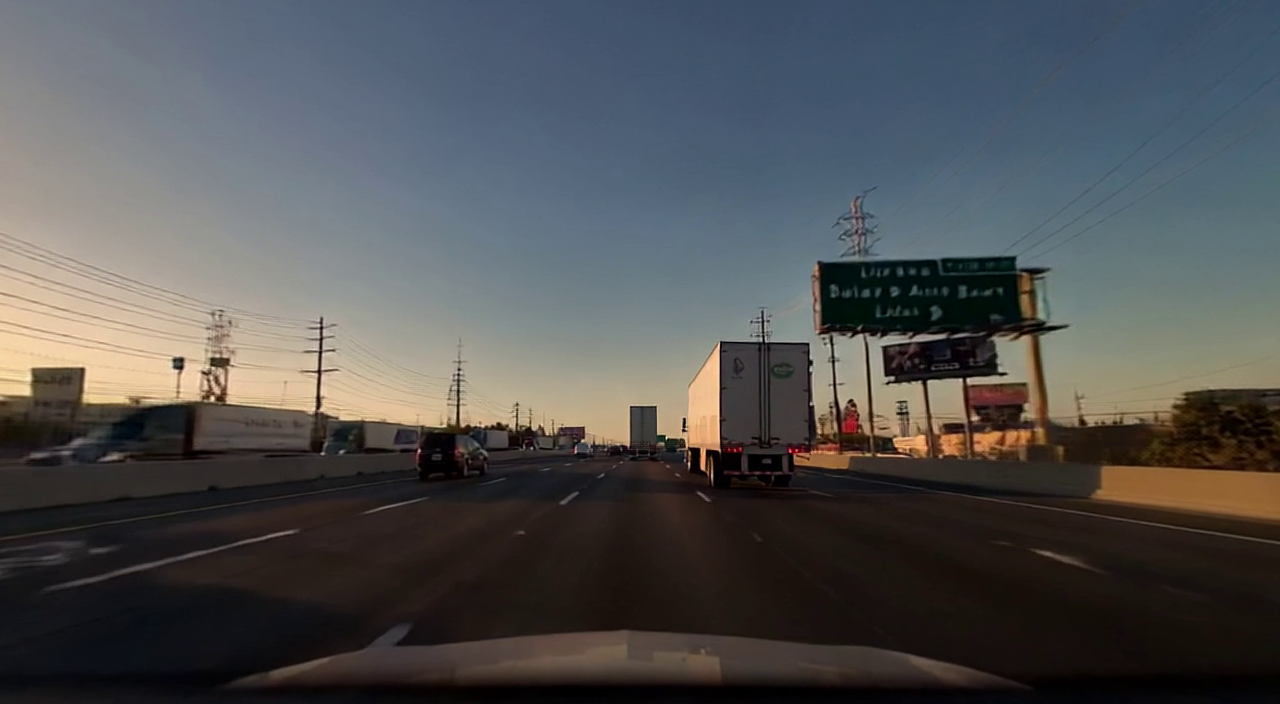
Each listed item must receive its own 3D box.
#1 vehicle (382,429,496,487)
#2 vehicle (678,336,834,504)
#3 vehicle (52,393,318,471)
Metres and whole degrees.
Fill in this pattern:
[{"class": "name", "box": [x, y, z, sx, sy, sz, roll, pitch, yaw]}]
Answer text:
[{"class": "vehicle", "box": [-7.386, 3.973, 24.079, 2.425, 1.917, 5.647, 0, -9, 1]}, {"class": "vehicle", "box": [3.358, 2.874, 24.008, 2.892, 4.152, 16.575, 0, -8, 0]}, {"class": "vehicle", "box": [-24.862, 4.879, 37.095, 2.825, 3.528, 17.027, 0, -9, 1]}]
